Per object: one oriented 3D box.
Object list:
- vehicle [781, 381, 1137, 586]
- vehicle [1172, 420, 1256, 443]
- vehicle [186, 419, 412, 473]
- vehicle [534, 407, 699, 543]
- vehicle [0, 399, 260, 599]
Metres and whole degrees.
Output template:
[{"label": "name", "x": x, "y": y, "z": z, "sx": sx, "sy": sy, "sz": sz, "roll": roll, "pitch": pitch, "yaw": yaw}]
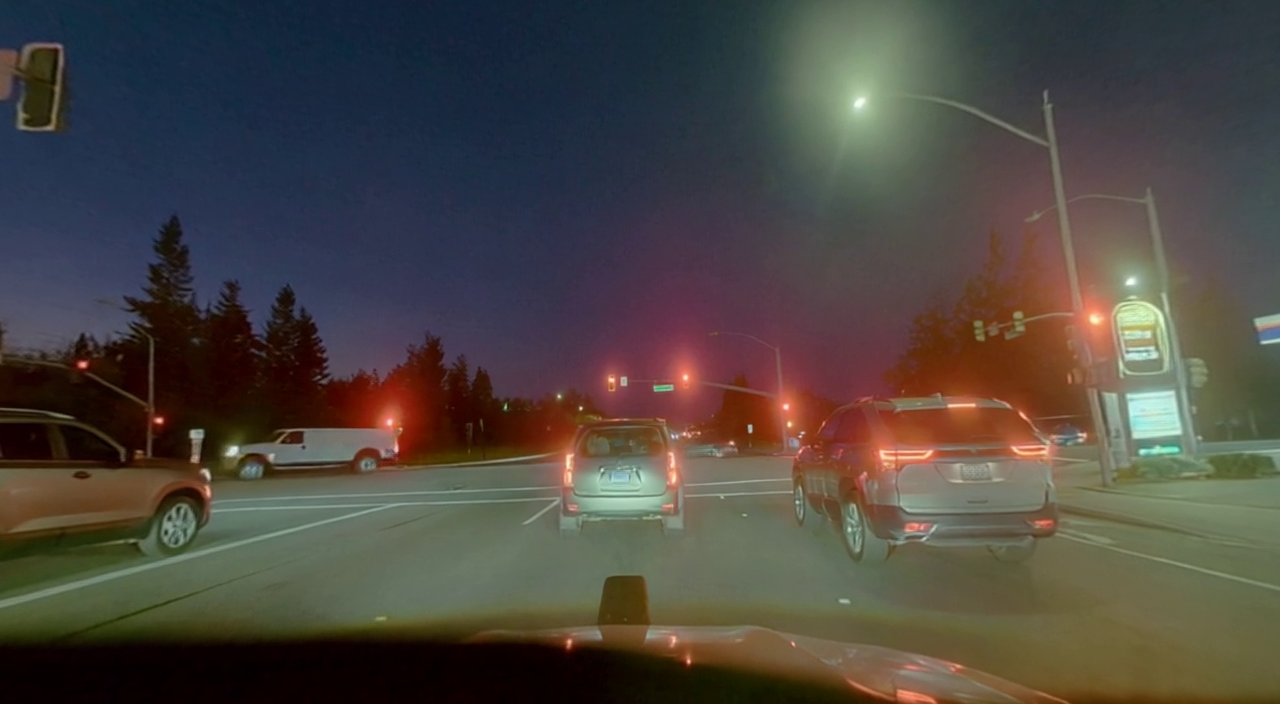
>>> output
[{"label": "vehicle", "x": 3.260, "y": 1.458, "z": 7.715, "sx": 2.083, "sy": 1.779, "sz": 4.347, "roll": 0, "pitch": -8, "yaw": 0}, {"label": "vehicle", "x": 40.671, "y": 5.686, "z": 44.679, "sx": 4.276, "sy": 1.579, "sz": 1.762, "roll": 0, "pitch": -8, "yaw": -3}, {"label": "vehicle", "x": -21.882, "y": 6.116, "z": 41.091, "sx": 12.640, "sy": 3.321, "sz": 2.995, "roll": 0, "pitch": -8, "yaw": -3}, {"label": "vehicle", "x": -0.297, "y": 1.841, "z": 9.992, "sx": 2.067, "sy": 1.702, "sz": 3.987, "roll": 0, "pitch": -8, "yaw": 0}, {"label": "vehicle", "x": -6.729, "y": 1.496, "z": 6.842, "sx": 2.011, "sy": 1.774, "sz": 4.866, "roll": 0, "pitch": -8, "yaw": 2}]
